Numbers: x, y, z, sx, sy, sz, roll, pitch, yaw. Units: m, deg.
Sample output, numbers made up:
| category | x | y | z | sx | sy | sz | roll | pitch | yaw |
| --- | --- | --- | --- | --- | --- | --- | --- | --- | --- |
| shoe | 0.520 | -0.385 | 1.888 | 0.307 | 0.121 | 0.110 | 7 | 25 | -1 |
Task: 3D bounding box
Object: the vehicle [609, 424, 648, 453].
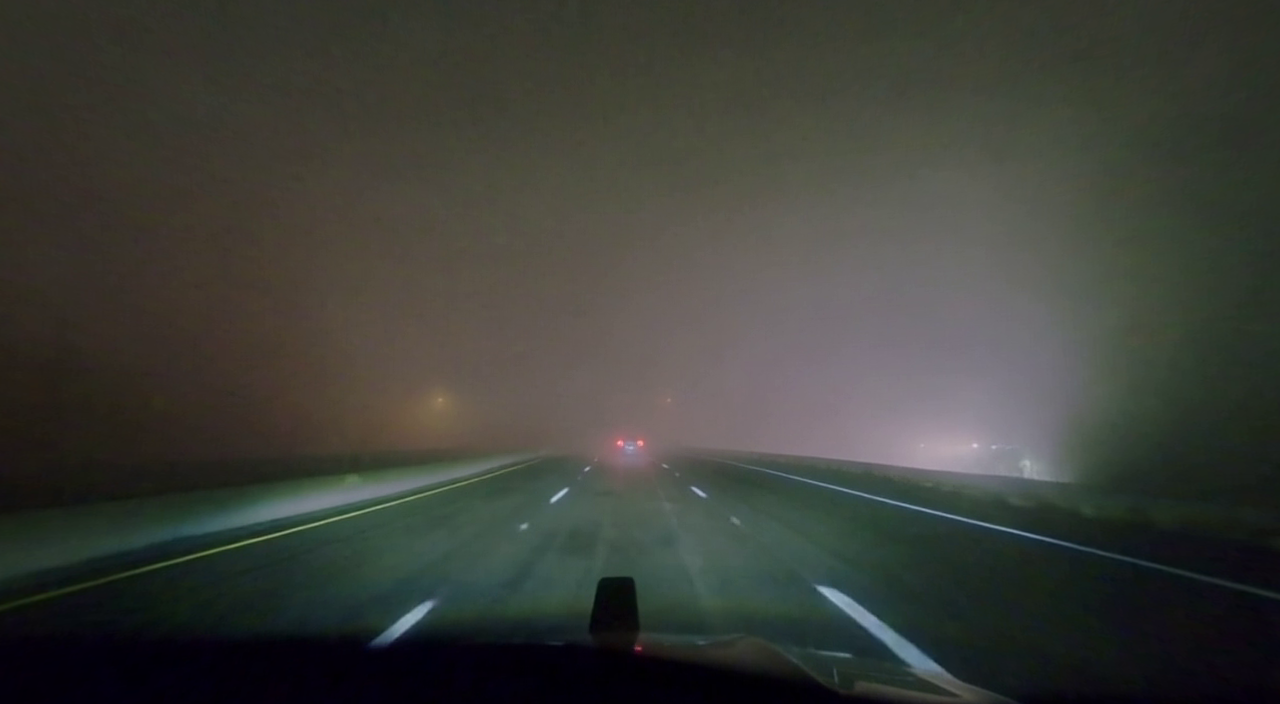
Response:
| category | x | y | z | sx | sy | sz | roll | pitch | yaw |
| --- | --- | --- | --- | --- | --- | --- | --- | --- | --- |
| vehicle | -0.789 | 5.311 | 38.777 | 2.157 | 1.647 | 4.524 | 0 | -8 | -4 |
